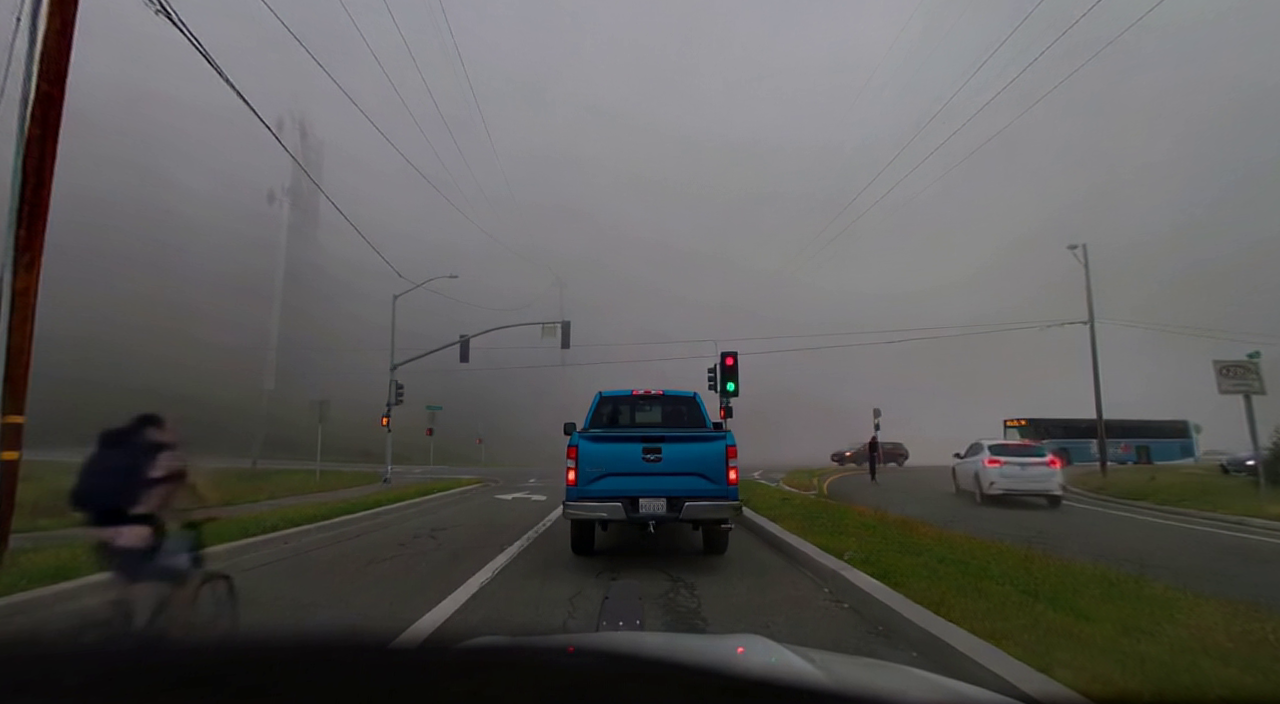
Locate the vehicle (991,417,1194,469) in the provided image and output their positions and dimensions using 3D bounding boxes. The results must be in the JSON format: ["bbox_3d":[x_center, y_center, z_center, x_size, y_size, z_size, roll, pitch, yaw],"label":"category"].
[{"bbox_3d":[29.258,5.959,41.269,10.726,3.128,3.003,-1,-8,1],"label":"vehicle"}]

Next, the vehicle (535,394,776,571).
[{"bbox_3d":[0.129,1.875,9.957,2.707,1.964,5.485,0,-8,-1],"label":"vehicle"}]

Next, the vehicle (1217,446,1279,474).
[{"bbox_3d":[41.373,7.022,41.257,5.426,1.728,1.999,0,-8,-2],"label":"vehicle"}]

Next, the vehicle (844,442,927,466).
[{"bbox_3d":[15.944,6.642,41.240,4.578,1.490,1.935,-1,-8,3],"label":"vehicle"}]

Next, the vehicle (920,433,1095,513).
[{"bbox_3d":[8.027,2.650,14.381,2.060,1.496,4.520,-2,-9,12],"label":"vehicle"}]
